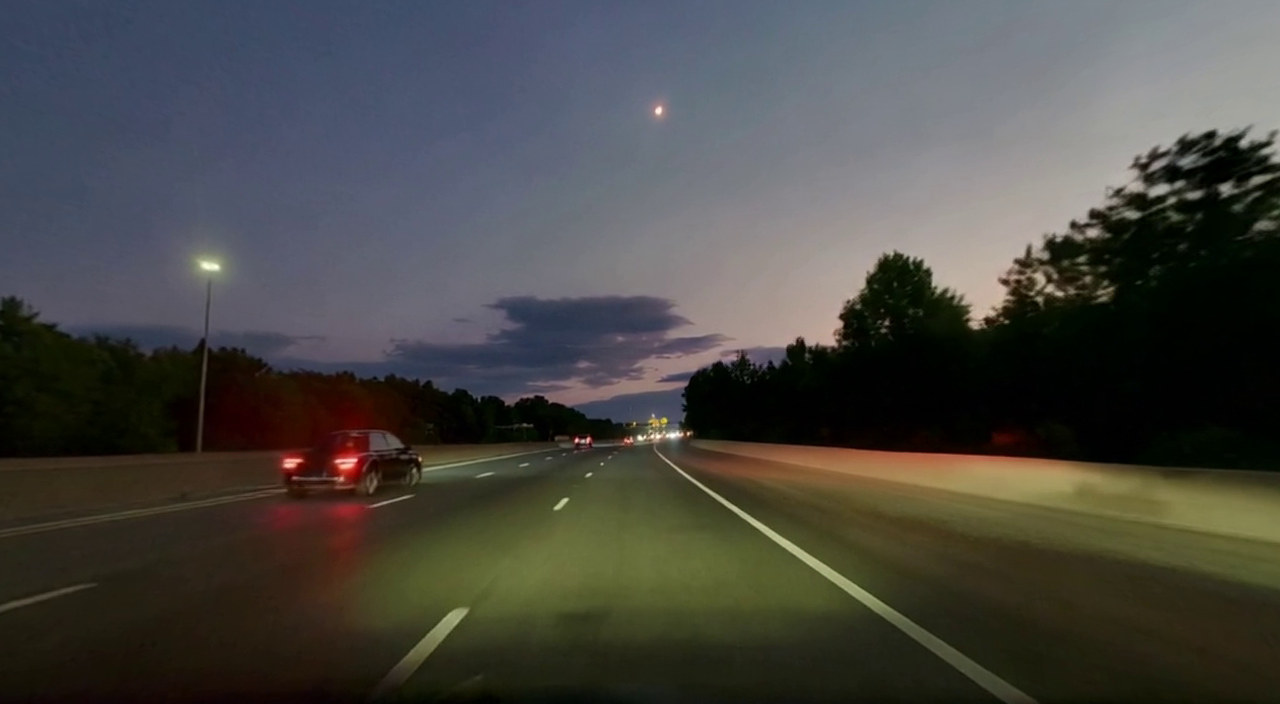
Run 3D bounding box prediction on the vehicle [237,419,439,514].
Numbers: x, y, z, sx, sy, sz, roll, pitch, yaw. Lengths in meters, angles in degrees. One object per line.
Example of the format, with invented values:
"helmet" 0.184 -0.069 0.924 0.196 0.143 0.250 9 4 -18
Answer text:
"vehicle" -6.146 2.363 13.621 2.055 1.662 4.773 0 -8 -1
